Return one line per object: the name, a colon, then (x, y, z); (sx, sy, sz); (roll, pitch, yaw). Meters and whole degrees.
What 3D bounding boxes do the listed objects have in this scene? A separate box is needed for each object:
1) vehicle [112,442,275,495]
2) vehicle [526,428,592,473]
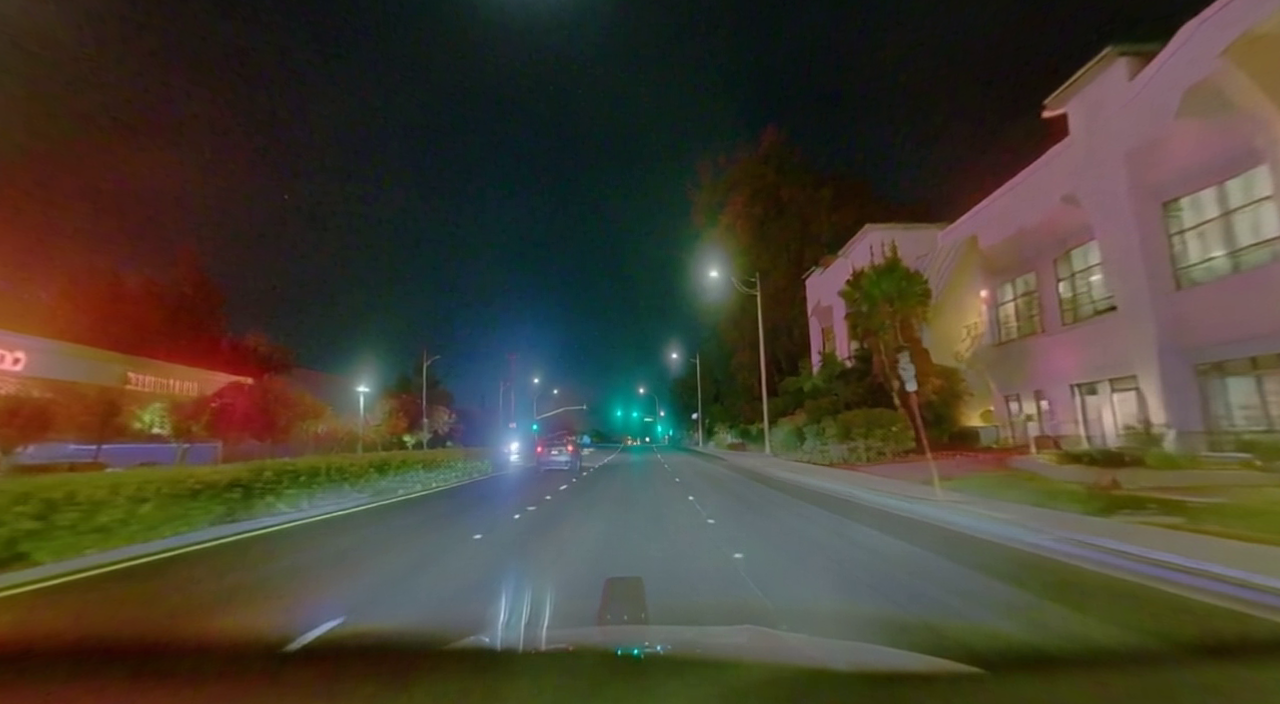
vehicle: (-14.355, 3.734, 20.679); (2.075, 1.526, 4.403); (0, -8, 1)
vehicle: (-3.242, 4.072, 26.219); (2.062, 1.693, 4.669); (0, -8, 1)
